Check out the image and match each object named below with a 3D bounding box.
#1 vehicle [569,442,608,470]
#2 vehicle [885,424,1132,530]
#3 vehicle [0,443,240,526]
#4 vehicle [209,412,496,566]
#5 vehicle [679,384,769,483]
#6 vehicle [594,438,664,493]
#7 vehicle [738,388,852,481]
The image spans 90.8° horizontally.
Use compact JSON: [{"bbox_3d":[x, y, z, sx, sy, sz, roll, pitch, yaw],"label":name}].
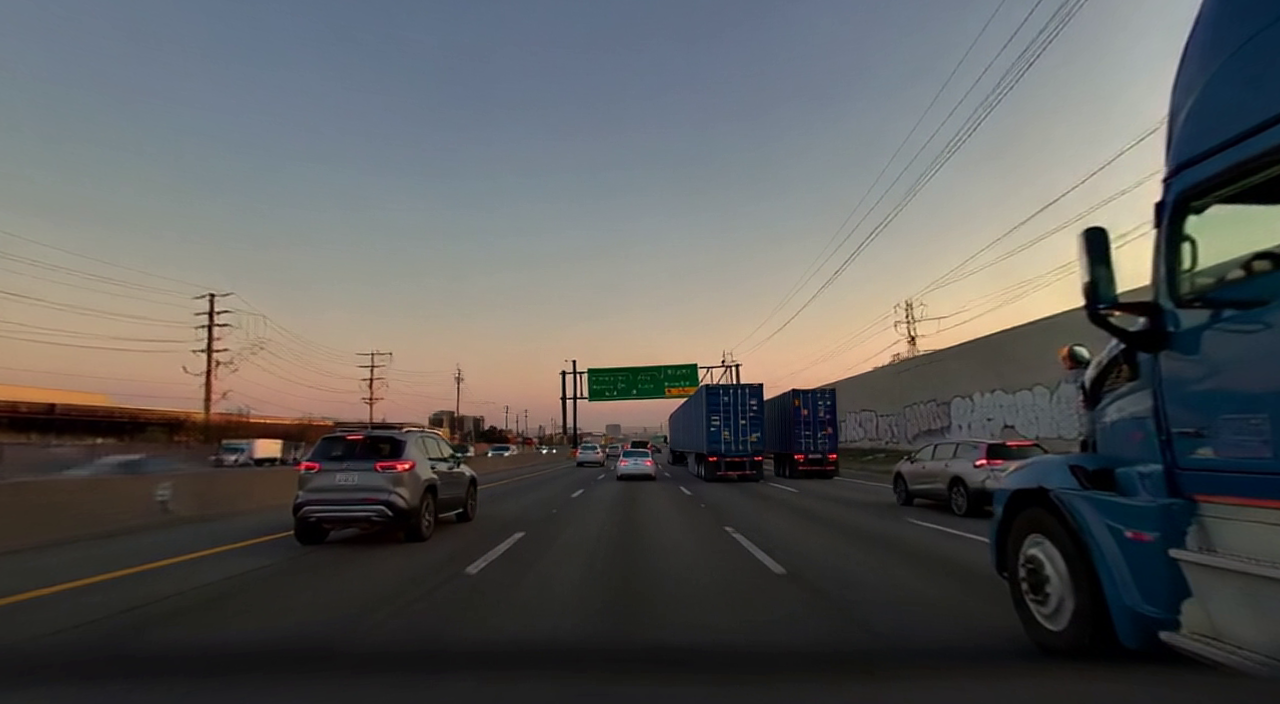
[{"bbox_3d":[-3.439,7.091,43.129,2.243,1.820,4.473,0,-9,1],"label":"vehicle"},{"bbox_3d":[7.041,2.435,12.874,2.202,1.731,4.628,0,-9,0],"label":"vehicle"},{"bbox_3d":[-10.968,2.729,13.621,1.902,1.474,4.259,0,-9,-1],"label":"vehicle"},{"bbox_3d":[-3.939,1.977,9.851,2.264,1.804,4.584,0,-9,0],"label":"vehicle"},{"bbox_3d":[3.857,4.350,32.669,2.800,4.039,13.179,0,-9,0],"label":"vehicle"},{"bbox_3d":[-0.346,3.882,21.891,2.191,1.685,4.015,0,-9,0],"label":"vehicle"},{"bbox_3d":[7.743,4.585,34.039,2.868,4.017,12.827,0,-9,0],"label":"vehicle"}]
